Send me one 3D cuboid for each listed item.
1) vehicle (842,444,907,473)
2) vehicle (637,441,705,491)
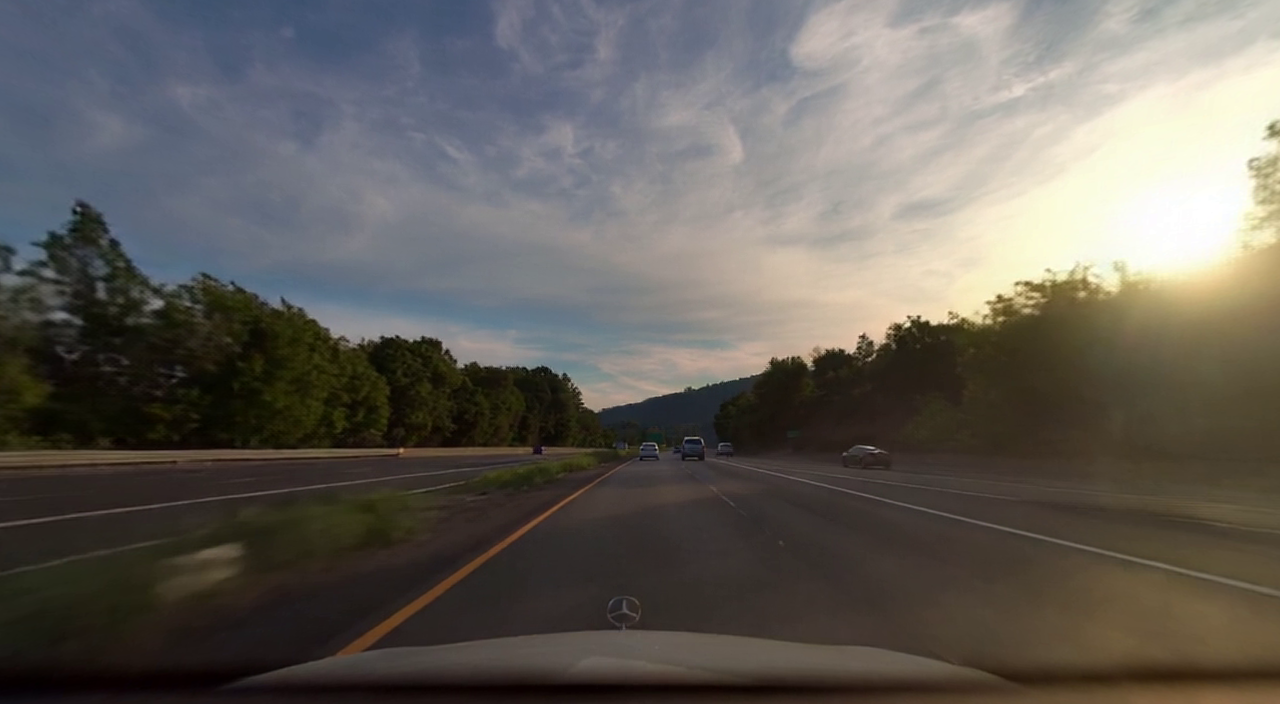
[{"bbox_3d":[12.672,5.782,34.315,1.926,1.483,3.528,1,-9,-4],"label":"vehicle"},{"bbox_3d":[0.943,3.756,21.151,2.053,1.483,4.185,0,-9,0],"label":"vehicle"}]
